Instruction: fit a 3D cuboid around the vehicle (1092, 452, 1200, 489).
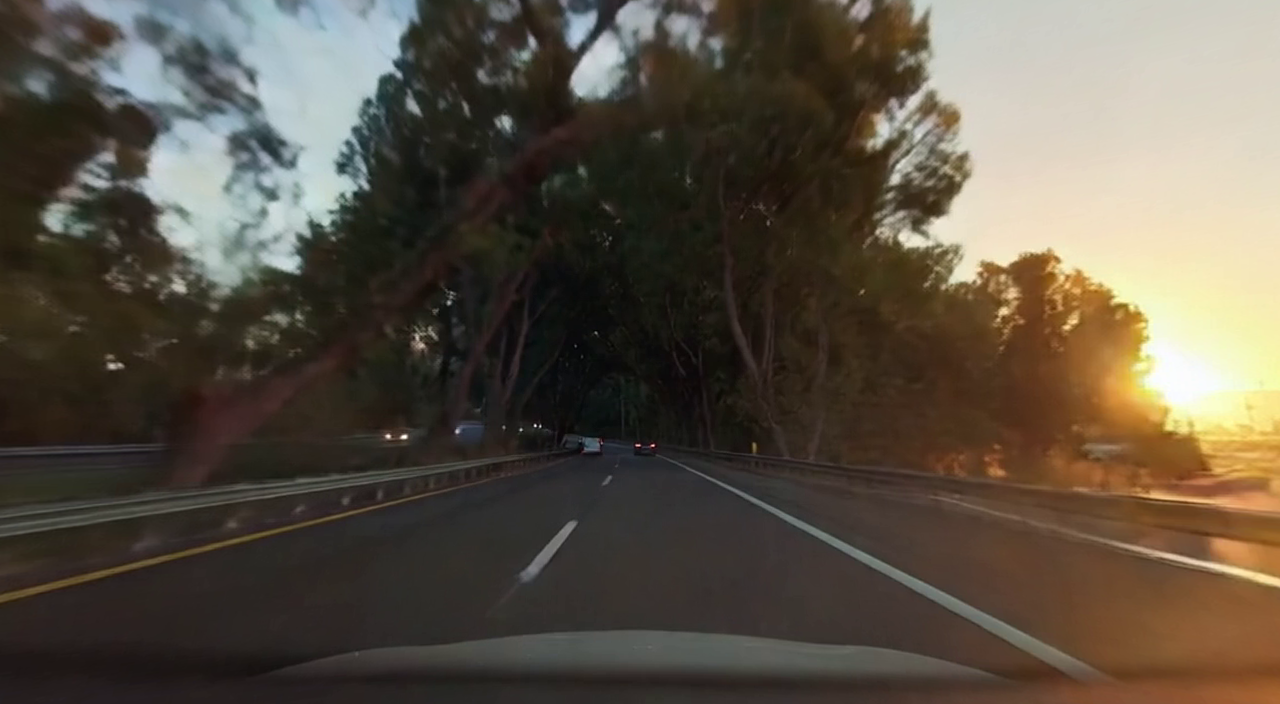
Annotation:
[{"bbox_3d":[24.102,5.616,30.238,1.889,1.560,4.976,-2,-8,12],"label":"vehicle"}]
